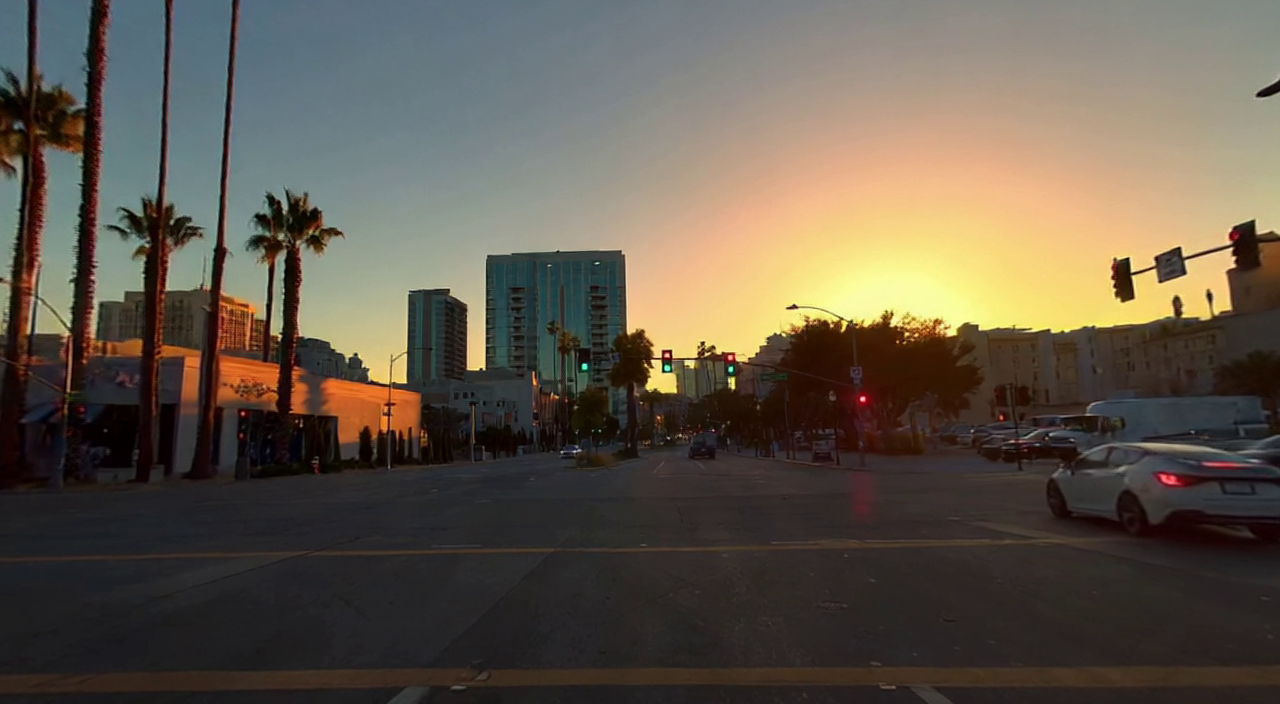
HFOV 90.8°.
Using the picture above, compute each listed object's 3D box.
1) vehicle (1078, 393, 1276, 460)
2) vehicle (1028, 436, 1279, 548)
[{"bbox_3d":[32.627,4.725,39.332,2.863,3.609,10.252,0,-8,-3],"label":"vehicle"},{"bbox_3d":[8.810,2.203,10.677,2.003,1.475,4.520,-1,-9,6],"label":"vehicle"}]
